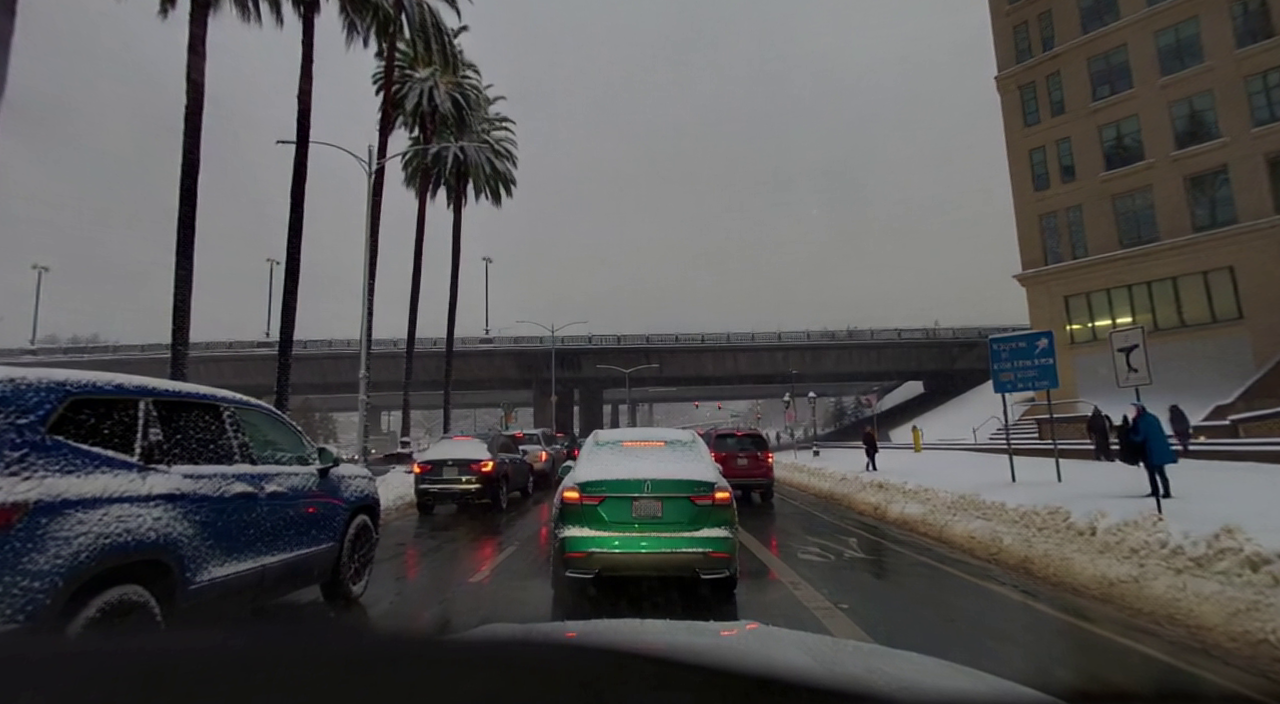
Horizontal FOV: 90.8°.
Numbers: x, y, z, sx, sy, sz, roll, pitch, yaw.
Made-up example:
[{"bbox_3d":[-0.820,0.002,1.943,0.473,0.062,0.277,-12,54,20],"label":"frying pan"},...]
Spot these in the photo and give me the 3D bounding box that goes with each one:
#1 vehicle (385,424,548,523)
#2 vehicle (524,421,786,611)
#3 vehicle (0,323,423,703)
[{"bbox_3d":[-3.195,2.328,12.592,1.955,1.637,4.032,0,-8,2],"label":"vehicle"},{"bbox_3d":[0.101,1.591,7.053,2.036,1.461,4.129,0,-8,0],"label":"vehicle"},{"bbox_3d":[-3.266,1.064,4.192,2.014,1.740,4.359,0,-8,1],"label":"vehicle"}]
